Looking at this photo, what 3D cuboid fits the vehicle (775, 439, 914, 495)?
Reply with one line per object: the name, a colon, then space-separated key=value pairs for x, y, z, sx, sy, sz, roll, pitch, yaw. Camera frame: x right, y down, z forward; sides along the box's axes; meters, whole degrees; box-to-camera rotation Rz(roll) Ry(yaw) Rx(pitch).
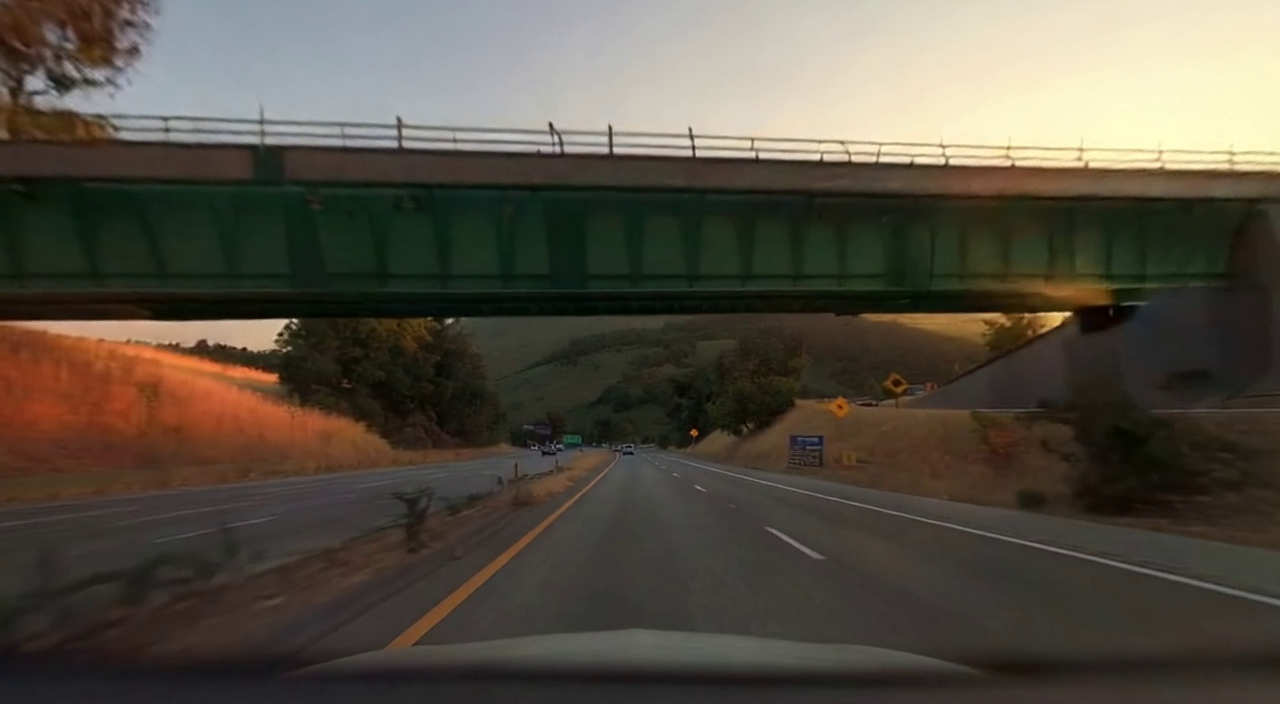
vehicle: x=7.017 y=4.068 z=22.848 sx=2.406 sy=1.702 sz=6.765 roll=1 pitch=-9 yaw=-4
